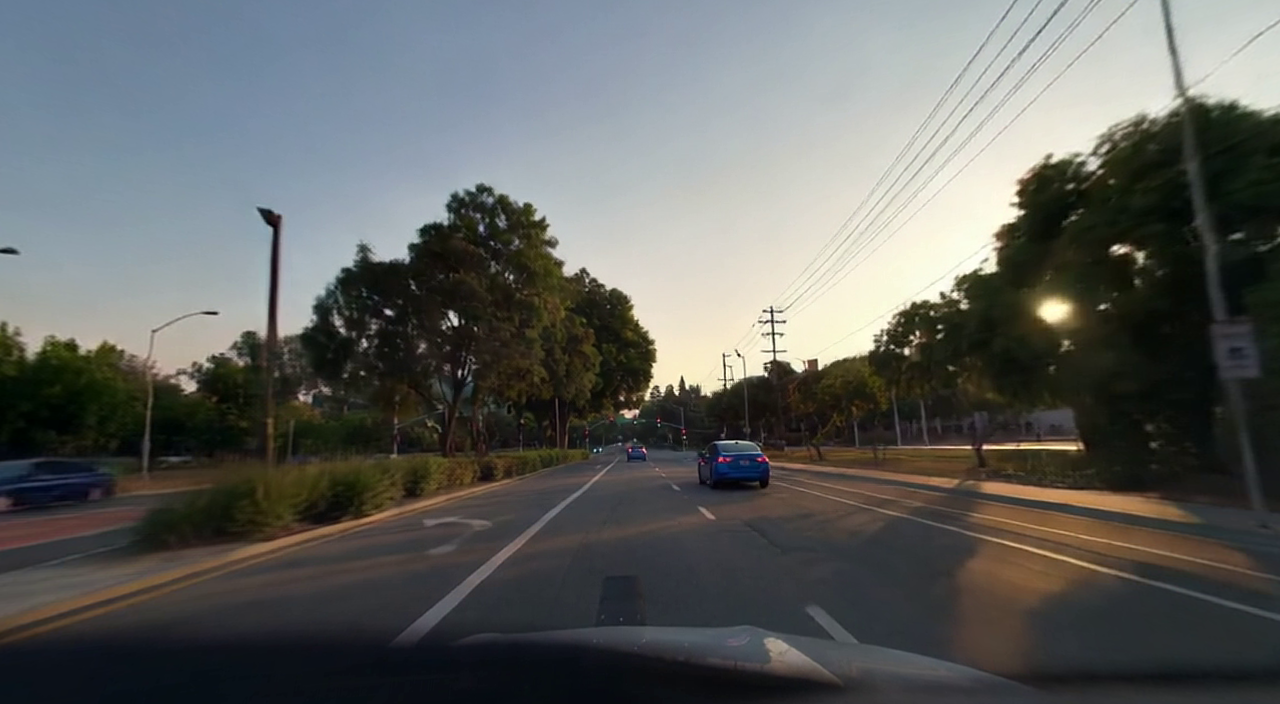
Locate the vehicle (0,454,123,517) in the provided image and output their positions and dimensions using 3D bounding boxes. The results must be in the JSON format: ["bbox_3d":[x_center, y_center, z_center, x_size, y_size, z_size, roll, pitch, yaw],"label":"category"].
[{"bbox_3d":[-20.259,4.349,20.931,1.969,1.818,4.889,0,-8,1],"label":"vehicle"}]

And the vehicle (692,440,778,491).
[{"bbox_3d":[2.924,3.613,20.499,2.004,1.448,4.263,0,-9,-2],"label":"vehicle"}]
